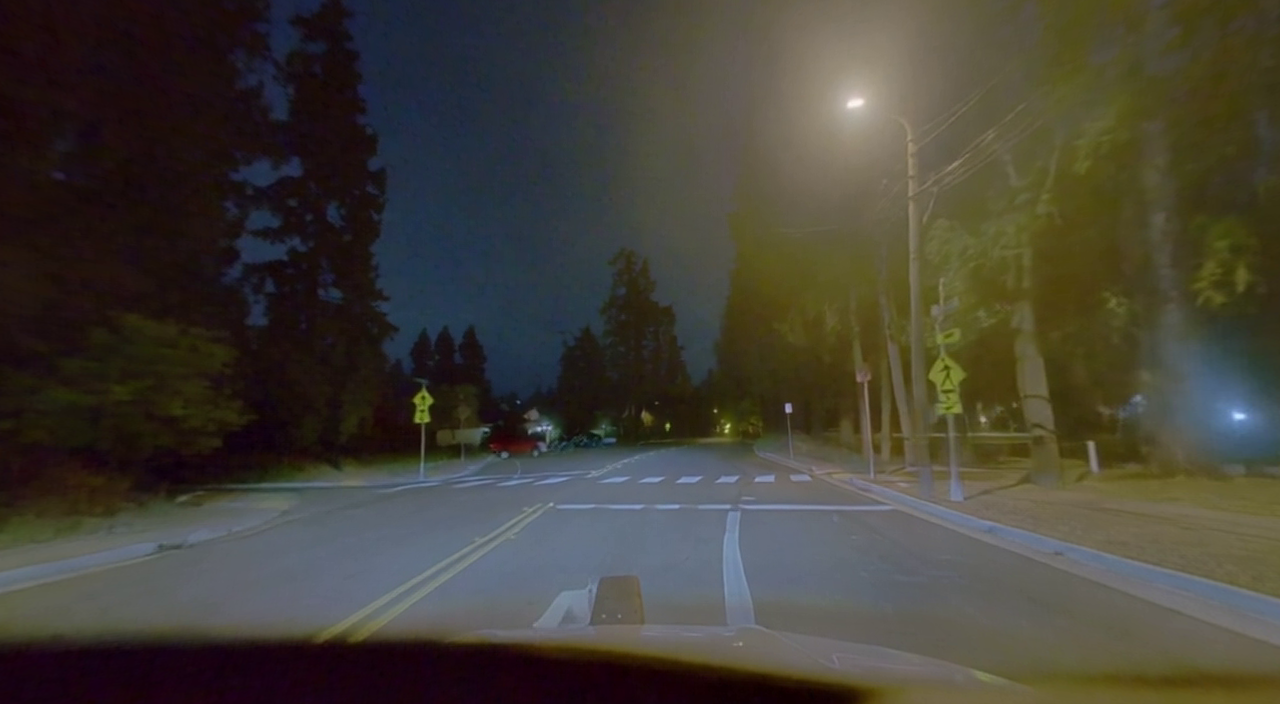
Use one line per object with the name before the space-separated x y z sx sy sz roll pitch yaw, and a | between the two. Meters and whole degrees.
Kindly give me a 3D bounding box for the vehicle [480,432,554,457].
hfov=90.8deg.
vehicle | -8.040 6.077 41.560 4.377 1.596 1.836 -2 -9 15
